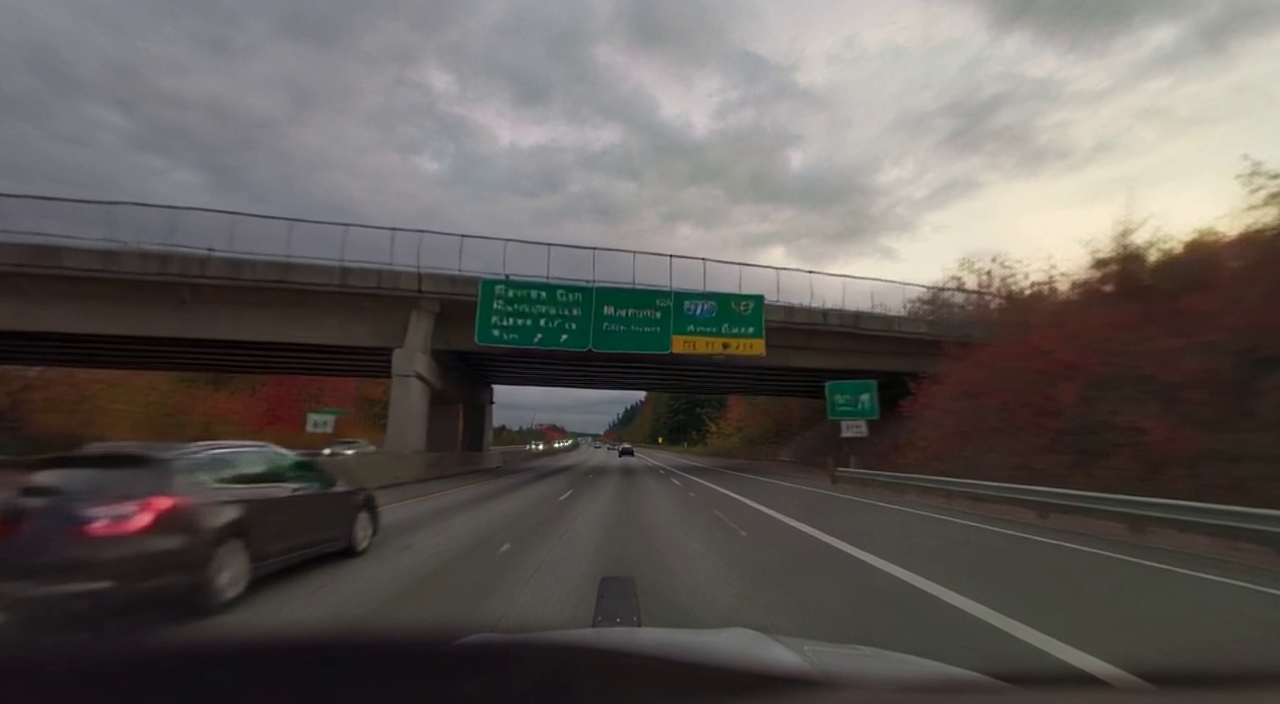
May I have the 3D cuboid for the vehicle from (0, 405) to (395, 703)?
[{"bbox_3d":[-4.000,1.381,5.213,2.047,1.519,4.832,-1,-9,-1],"label":"vehicle"}]
